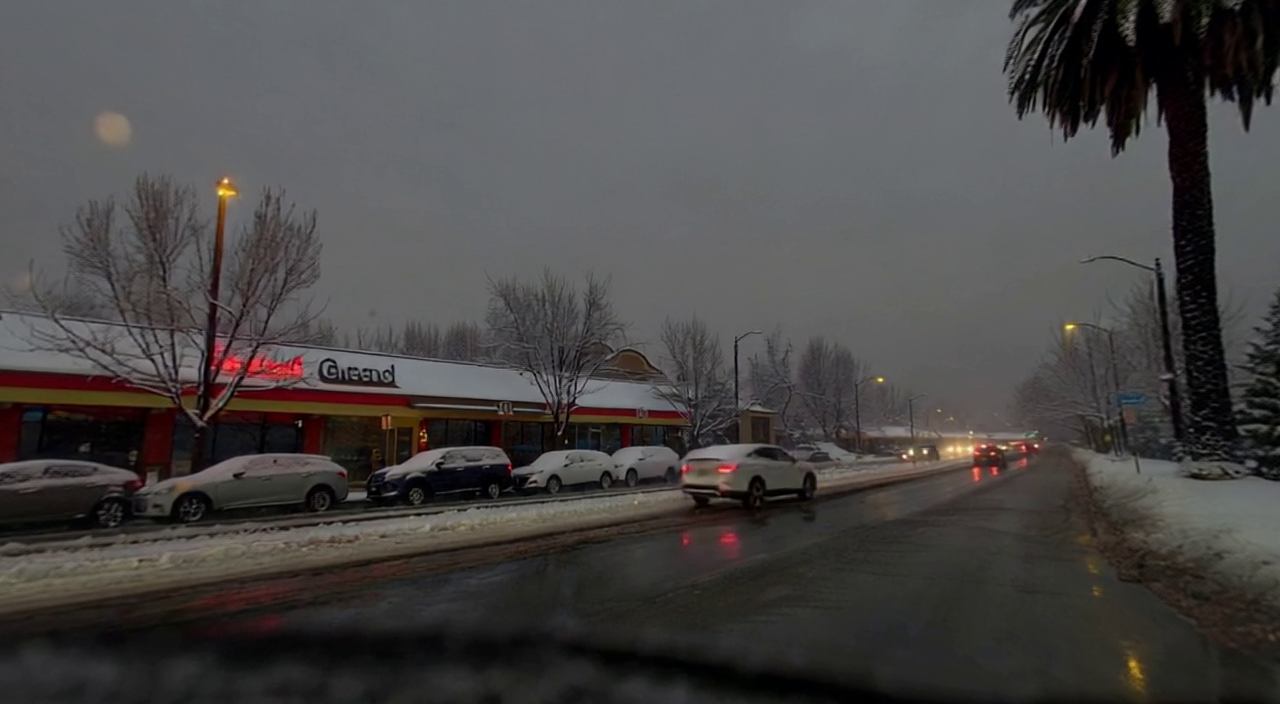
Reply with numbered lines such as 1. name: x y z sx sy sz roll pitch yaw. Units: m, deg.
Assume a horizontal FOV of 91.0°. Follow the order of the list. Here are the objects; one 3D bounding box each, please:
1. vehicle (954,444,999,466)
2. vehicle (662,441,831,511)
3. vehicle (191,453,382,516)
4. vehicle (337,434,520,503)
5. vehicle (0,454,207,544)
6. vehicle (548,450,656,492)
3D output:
1. vehicle: 24.431 7.399 45.572 2.035 1.485 4.849 -6 -11 37
2. vehicle: 2.967 3.137 16.599 2.232 1.513 5.090 -6 -11 37
3. vehicle: -10.559 3.901 19.143 1.900 1.615 4.573 -6 -11 37
4. vehicle: -6.161 3.597 19.010 1.989 1.792 4.884 -9 -15 36
5. vehicle: -11.423 2.736 12.006 1.854 1.482 4.756 -6 -11 37
6. vehicle: -1.404 4.647 25.003 1.837 1.468 4.389 -6 -11 37
